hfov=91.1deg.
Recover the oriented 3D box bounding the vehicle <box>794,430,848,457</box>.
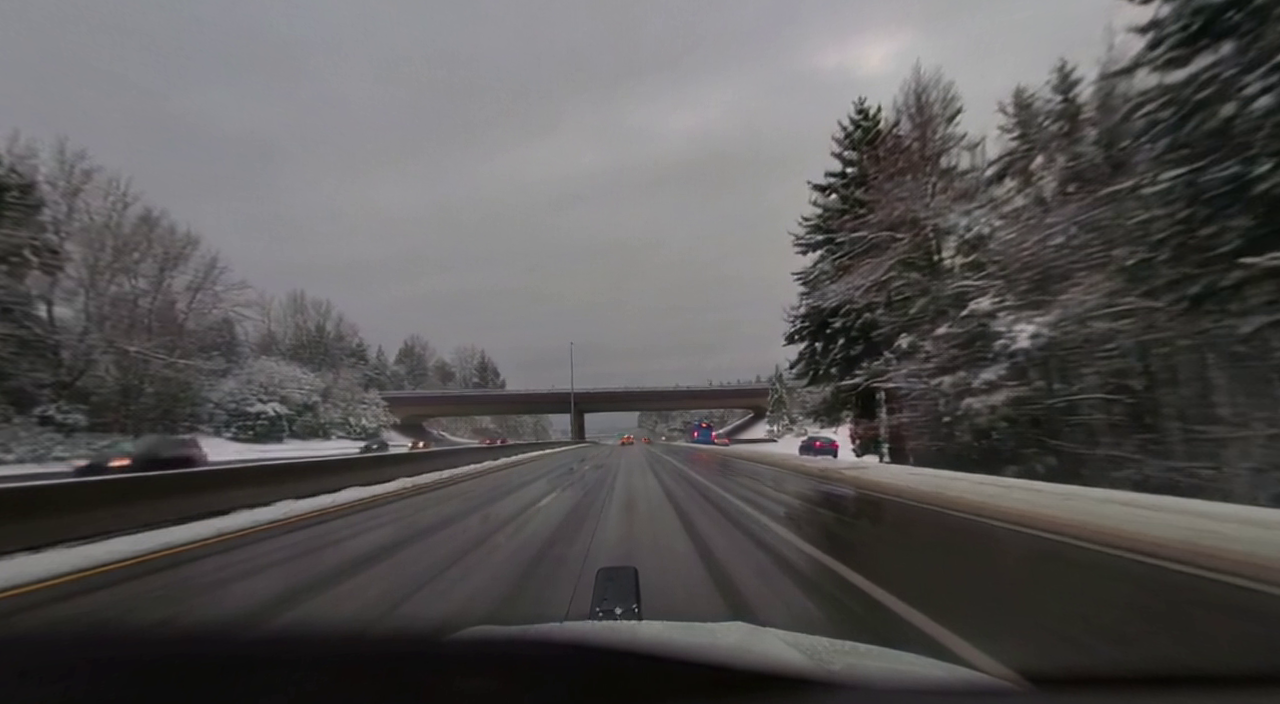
[{"bbox_3d":[10.309,5.246,36.105,1.880,1.460,3.770,0,-8,-2],"label":"vehicle"}]

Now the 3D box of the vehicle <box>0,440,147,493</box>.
[{"bbox_3d":[-17.055,3.375,18.895,1.625,1.401,3.489,0,-8,-1],"label":"vehicle"}]
